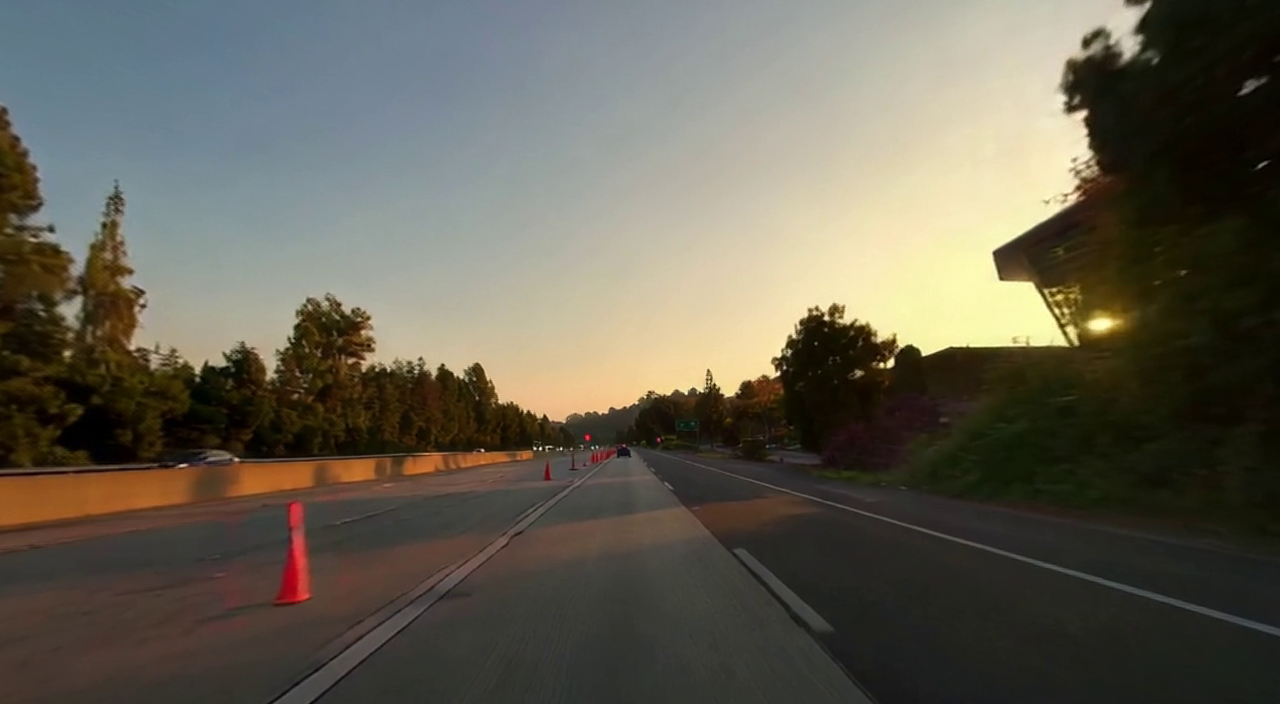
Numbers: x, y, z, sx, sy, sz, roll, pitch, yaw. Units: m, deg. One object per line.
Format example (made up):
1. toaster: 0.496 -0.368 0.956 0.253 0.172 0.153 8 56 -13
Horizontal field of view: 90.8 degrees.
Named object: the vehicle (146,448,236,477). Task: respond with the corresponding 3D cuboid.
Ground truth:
1. vehicle: -24.208 5.959 34.272 1.769 1.463 4.314 0 -9 -2
